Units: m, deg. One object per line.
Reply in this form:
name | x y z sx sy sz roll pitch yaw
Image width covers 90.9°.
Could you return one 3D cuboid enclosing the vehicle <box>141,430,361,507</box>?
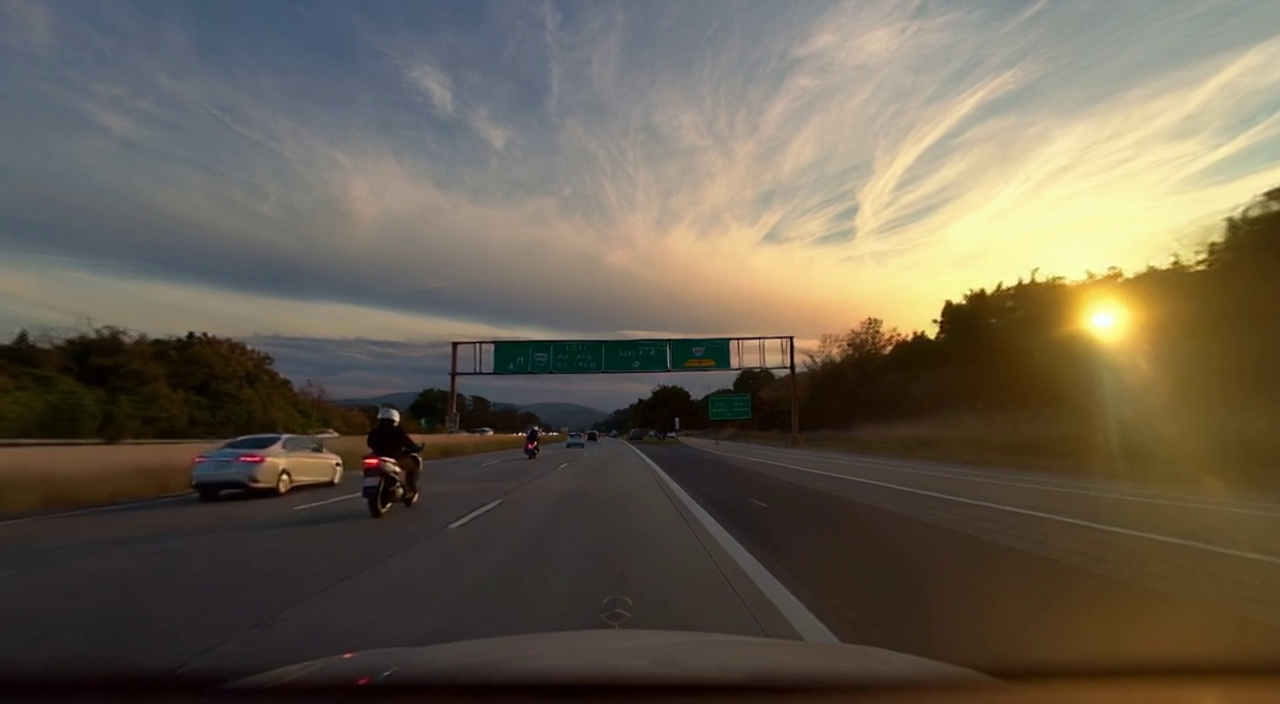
vehicle | -8.308 2.486 14.141 2.053 1.409 4.704 0 -8 -2
